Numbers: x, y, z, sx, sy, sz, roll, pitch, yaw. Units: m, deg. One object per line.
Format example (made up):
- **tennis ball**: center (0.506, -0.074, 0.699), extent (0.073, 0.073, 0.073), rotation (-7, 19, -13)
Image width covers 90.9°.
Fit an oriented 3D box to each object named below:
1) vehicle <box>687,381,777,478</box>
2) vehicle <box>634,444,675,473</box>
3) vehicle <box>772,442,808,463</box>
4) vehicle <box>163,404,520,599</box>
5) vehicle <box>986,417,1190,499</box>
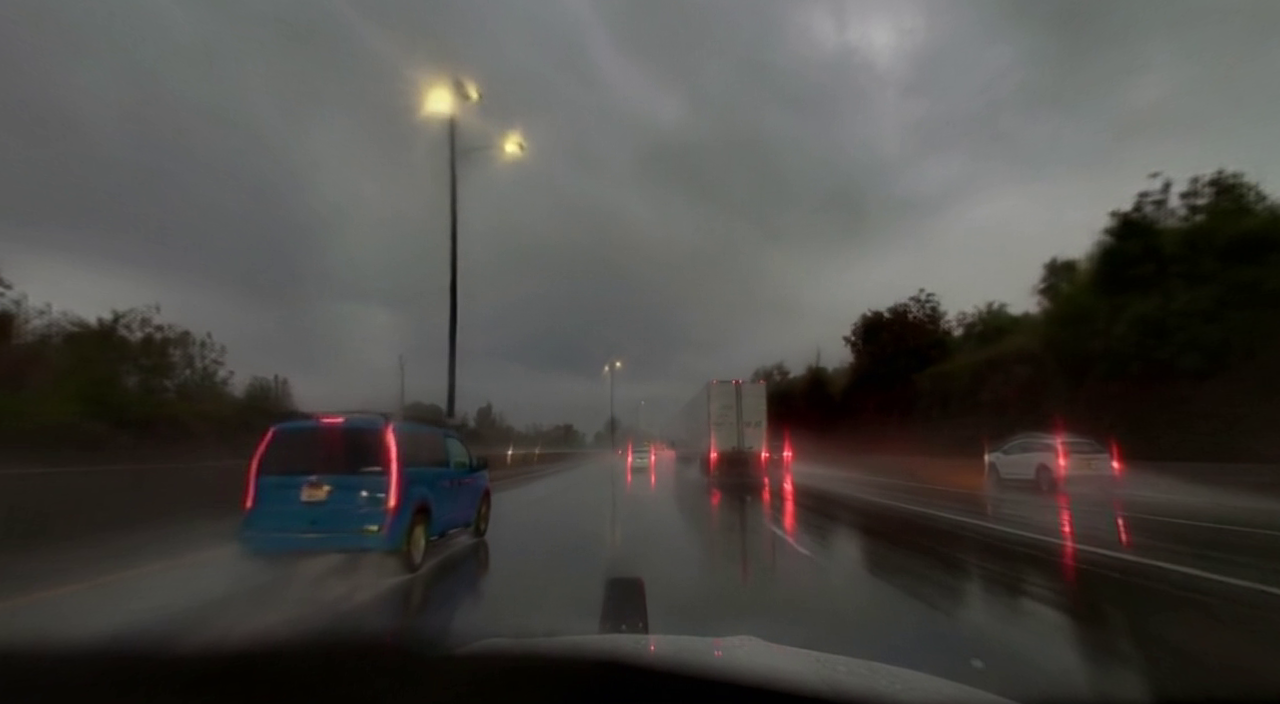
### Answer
- **vehicle**: center (4.362, 4.206, 33.041), extent (2.821, 4.077, 12.562), rotation (0, -9, 0)
- **vehicle**: center (0.713, 5.780, 34.359), extent (2.063, 1.469, 4.208), rotation (0, -9, -1)
- **vehicle**: center (11.600, 7.821, 48.991), extent (1.876, 1.552, 3.640), rotation (0, -9, 0)
- **vehicle**: center (-3.151, 1.705, 8.069), extent (2.237, 1.745, 4.575), rotation (0, -9, 1)
- **vehicle**: center (11.235, 2.699, 16.331), extent (2.041, 1.824, 4.376), rotation (0, -9, 0)
